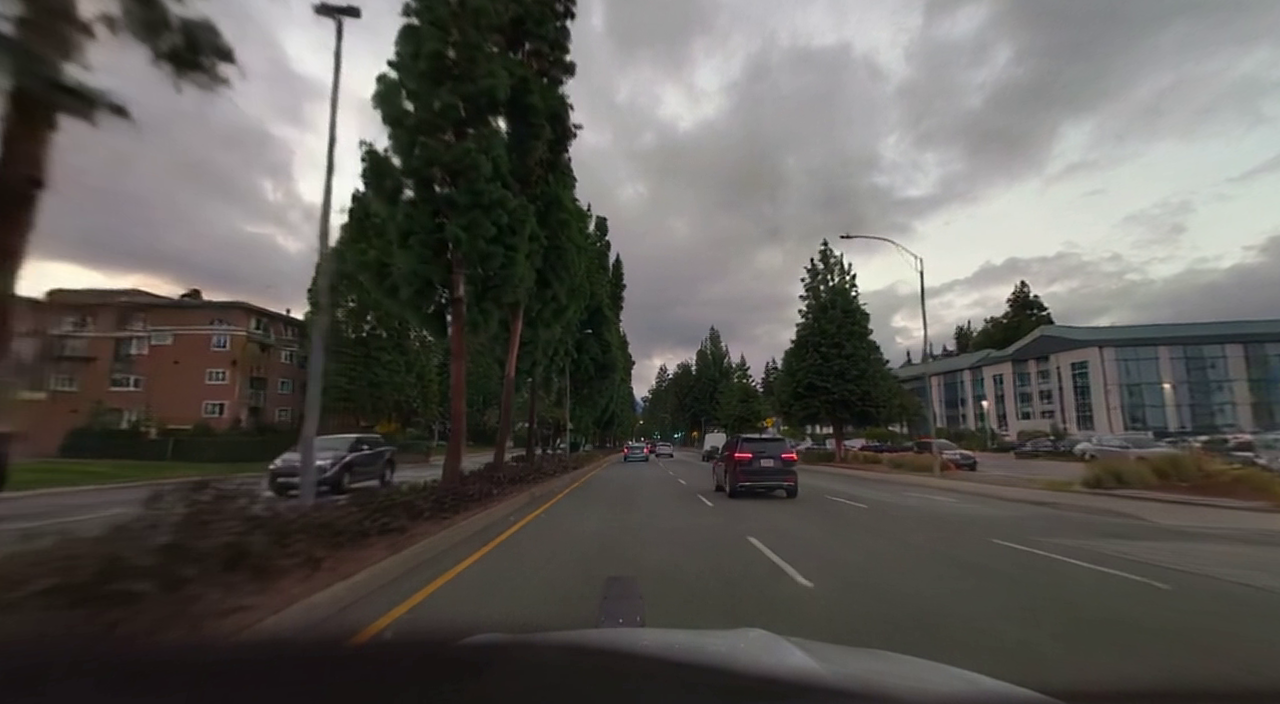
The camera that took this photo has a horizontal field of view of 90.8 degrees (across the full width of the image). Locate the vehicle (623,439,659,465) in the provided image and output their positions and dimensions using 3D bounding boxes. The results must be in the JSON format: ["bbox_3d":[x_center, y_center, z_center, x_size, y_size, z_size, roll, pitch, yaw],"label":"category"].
[{"bbox_3d":[0.013,6.362,40.252,2.145,1.572,4.021,0,-9,-1],"label":"vehicle"}]

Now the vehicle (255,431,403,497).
[{"bbox_3d":[-9.160,3.344,19.205,2.093,1.728,4.735,0,-9,0],"label":"vehicle"}]

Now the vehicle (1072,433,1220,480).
[{"bbox_3d":[19.284,4.010,24.409,1.936,1.659,4.365,0,-9,-3],"label":"vehicle"}]

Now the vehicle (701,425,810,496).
[{"bbox_3d":[3.222,3.178,18.813,2.235,1.806,4.818,0,-9,-1],"label":"vehicle"}]

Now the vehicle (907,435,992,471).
[{"bbox_3d":[15.923,5.234,32.813,1.812,1.687,4.579,0,-9,-3],"label":"vehicle"}]
